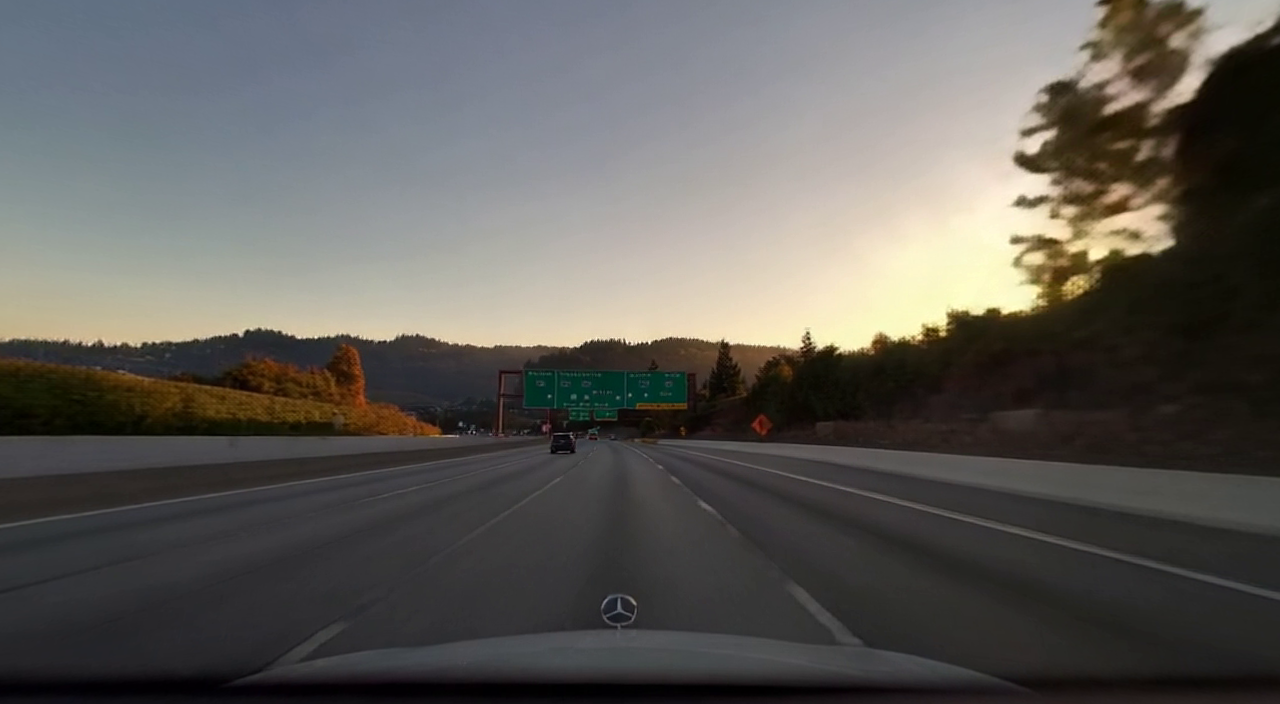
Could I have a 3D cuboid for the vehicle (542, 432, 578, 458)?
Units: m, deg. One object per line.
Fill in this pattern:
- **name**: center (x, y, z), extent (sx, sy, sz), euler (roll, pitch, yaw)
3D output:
- **vehicle**: center (-5.061, 5.912, 40.255), extent (1.878, 1.548, 3.966), euler (0, -8, -1)
